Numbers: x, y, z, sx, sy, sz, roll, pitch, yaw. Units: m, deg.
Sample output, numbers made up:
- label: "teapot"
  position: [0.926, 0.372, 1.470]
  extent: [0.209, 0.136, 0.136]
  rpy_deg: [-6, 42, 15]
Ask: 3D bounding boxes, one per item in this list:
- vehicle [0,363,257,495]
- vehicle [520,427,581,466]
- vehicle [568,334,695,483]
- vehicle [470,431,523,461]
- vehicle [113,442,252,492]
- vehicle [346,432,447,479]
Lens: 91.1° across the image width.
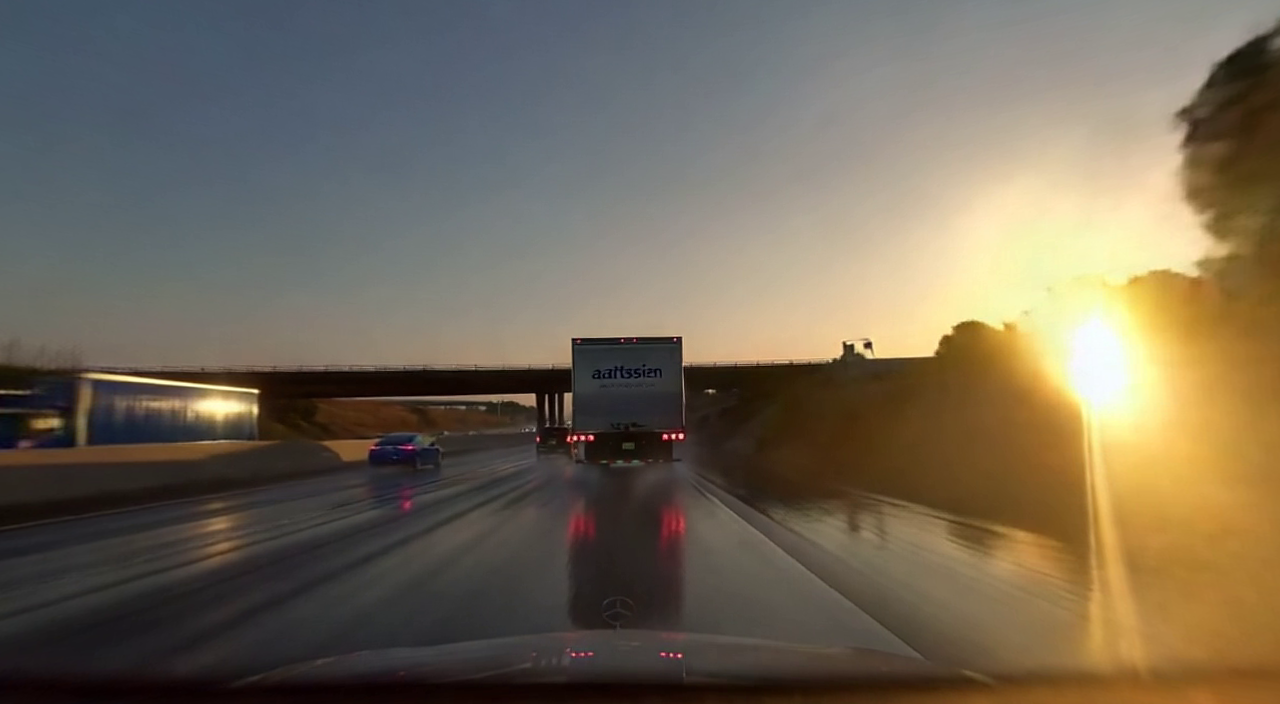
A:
- label: "vehicle"
  position: [-19.712, 3.018, 24.289]
  extent: [3.034, 3.950, 10.763]
  rpy_deg: [0, -8, 0]
- label: "vehicle"
  position: [-4.197, 4.504, 30.235]
  extent: [2.168, 1.671, 4.888]
  rpy_deg: [0, -8, 1]
- label: "vehicle"
  position: [-0.314, 2.246, 22.705]
  extent: [3.442, 4.106, 10.719]
  rpy_deg: [0, -8, -1]
- label: "vehicle"
  position: [-8.106, 5.346, 35.947]
  extent: [1.981, 1.574, 4.561]
  rpy_deg: [0, -8, 0]
- label: "vehicle"
  position: [-16.004, 3.992, 22.312]
  extent: [1.886, 1.538, 4.033]
  rpy_deg: [0, -8, 0]
- label: "vehicle"
  position: [-8.350, 3.559, 21.988]
  extent: [1.940, 1.488, 3.976]
  rpy_deg: [0, -8, 0]
